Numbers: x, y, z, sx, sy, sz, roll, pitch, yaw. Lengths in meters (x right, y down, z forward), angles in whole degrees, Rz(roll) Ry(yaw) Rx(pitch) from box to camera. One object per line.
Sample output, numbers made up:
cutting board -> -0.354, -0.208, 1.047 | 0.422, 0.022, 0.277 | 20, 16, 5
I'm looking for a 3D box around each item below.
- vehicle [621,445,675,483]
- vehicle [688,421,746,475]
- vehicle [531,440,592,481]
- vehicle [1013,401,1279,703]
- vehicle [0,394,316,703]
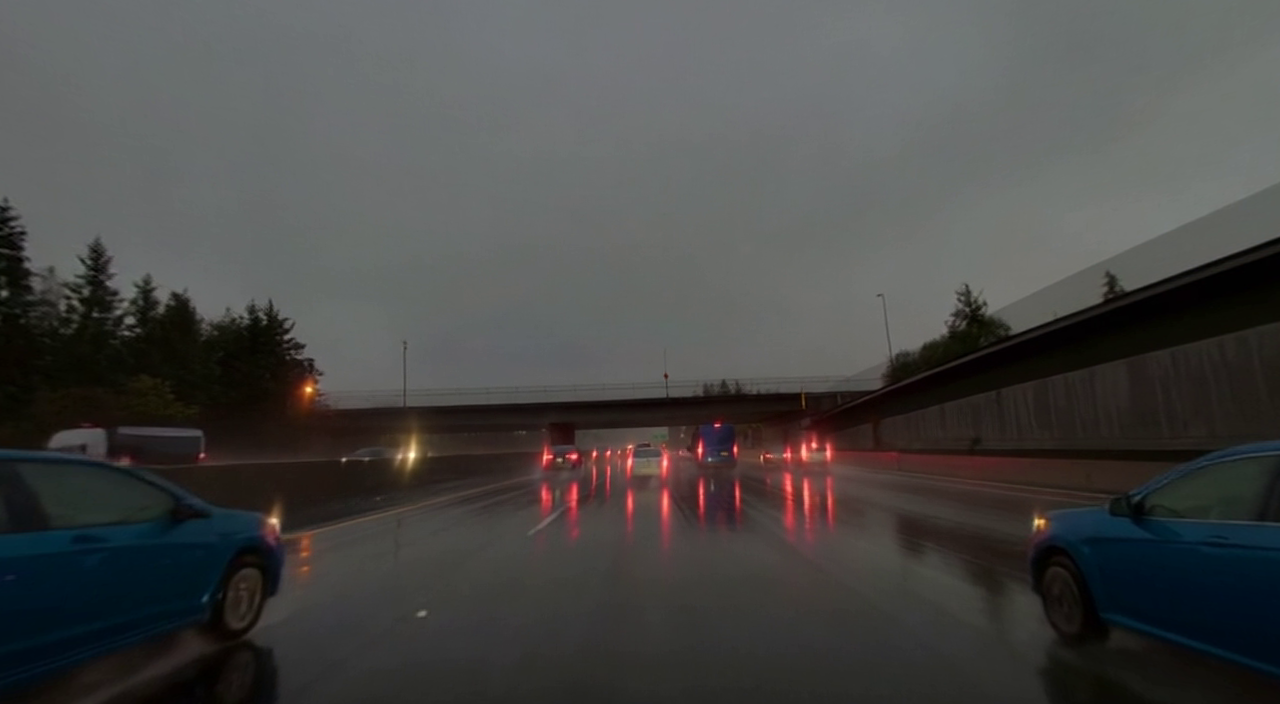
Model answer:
vehicle -> 0.322, 4.802, 27.398 | 2.174, 1.467, 4.005 | 0, -8, 0
vehicle -> 4.224, 5.422, 35.883 | 2.436, 2.745, 6.607 | 0, -8, 0
vehicle -> -3.455, 4.873, 28.616 | 2.078, 1.706, 4.298 | -1, -8, 2
vehicle -> 4.077, 0.992, 2.830 | 2.085, 1.558, 4.466 | 0, -8, 1
vehicle -> -3.743, 1.040, 3.118 | 2.137, 1.562, 3.926 | 0, -8, 1
